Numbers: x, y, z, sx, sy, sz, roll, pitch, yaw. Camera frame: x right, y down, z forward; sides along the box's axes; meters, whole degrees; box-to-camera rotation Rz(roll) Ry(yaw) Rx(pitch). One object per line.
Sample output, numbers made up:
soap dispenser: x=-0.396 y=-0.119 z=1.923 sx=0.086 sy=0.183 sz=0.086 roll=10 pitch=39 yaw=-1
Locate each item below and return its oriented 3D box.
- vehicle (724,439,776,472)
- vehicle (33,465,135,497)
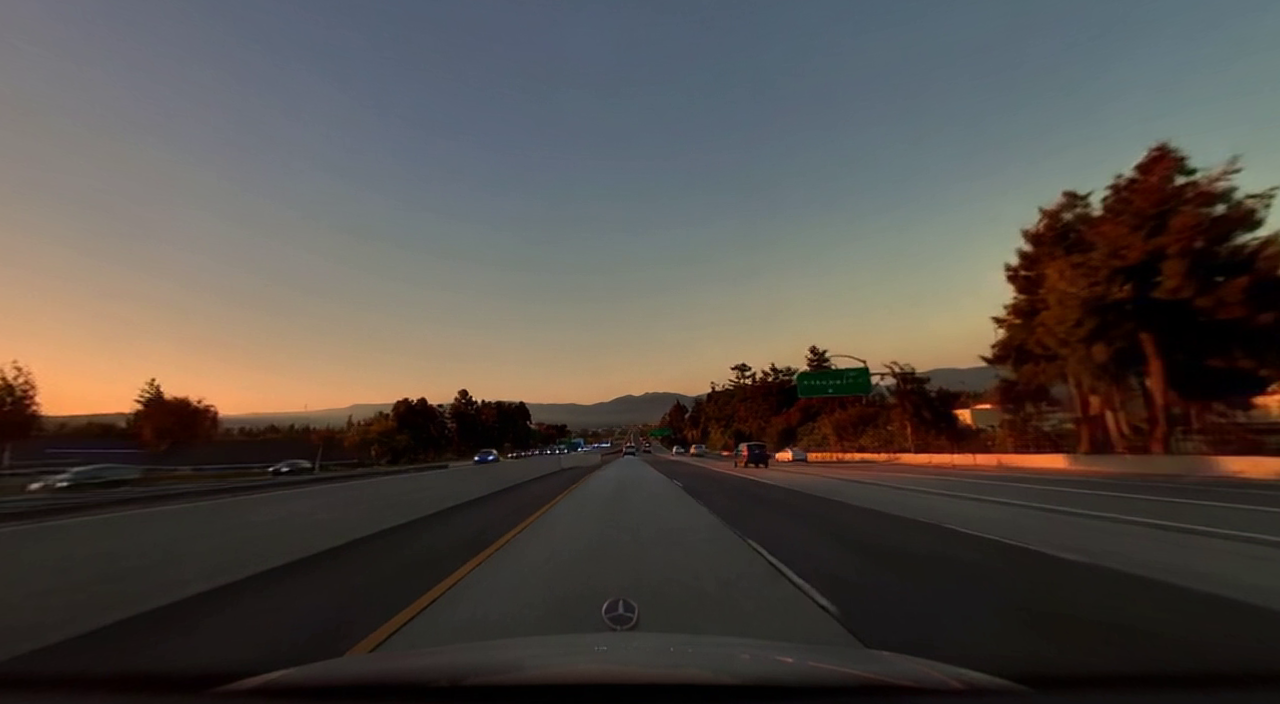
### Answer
vehicle: x=6.114 y=5.815 z=35.622 sx=2.030 sy=1.706 sz=4.279 roll=0 pitch=-9 yaw=-2
vehicle: x=-31.377 y=7.257 z=35.855 sx=1.922 sy=1.562 sz=4.270 roll=0 pitch=-9 yaw=-1
